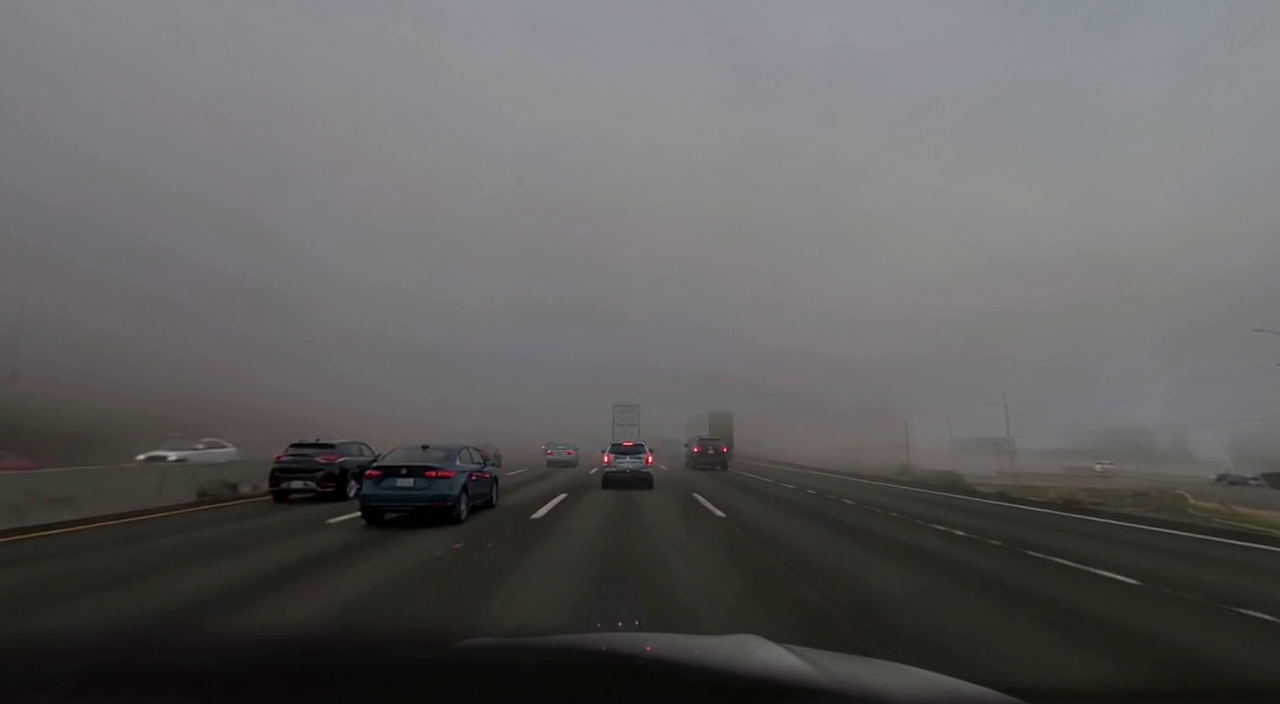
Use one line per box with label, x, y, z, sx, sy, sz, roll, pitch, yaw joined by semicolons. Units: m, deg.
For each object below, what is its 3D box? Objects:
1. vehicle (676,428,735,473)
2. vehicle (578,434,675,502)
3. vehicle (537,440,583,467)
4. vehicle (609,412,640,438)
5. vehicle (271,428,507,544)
vehicle;2.914;4.536;29.182;2.173;1.870;4.499;0;-8;-1
vehicle;-0.304;2.850;15.920;2.136;1.470;3.971;0;-8;0
vehicle;-4.358;5.606;34.951;1.998;1.423;4.436;0;-8;0
vehicle;-1.117;5.455;46.717;2.206;1.803;4.569;0;-8;-1
vehicle;-3.734;2.068;10.452;2.064;1.475;4.489;0;-8;0
